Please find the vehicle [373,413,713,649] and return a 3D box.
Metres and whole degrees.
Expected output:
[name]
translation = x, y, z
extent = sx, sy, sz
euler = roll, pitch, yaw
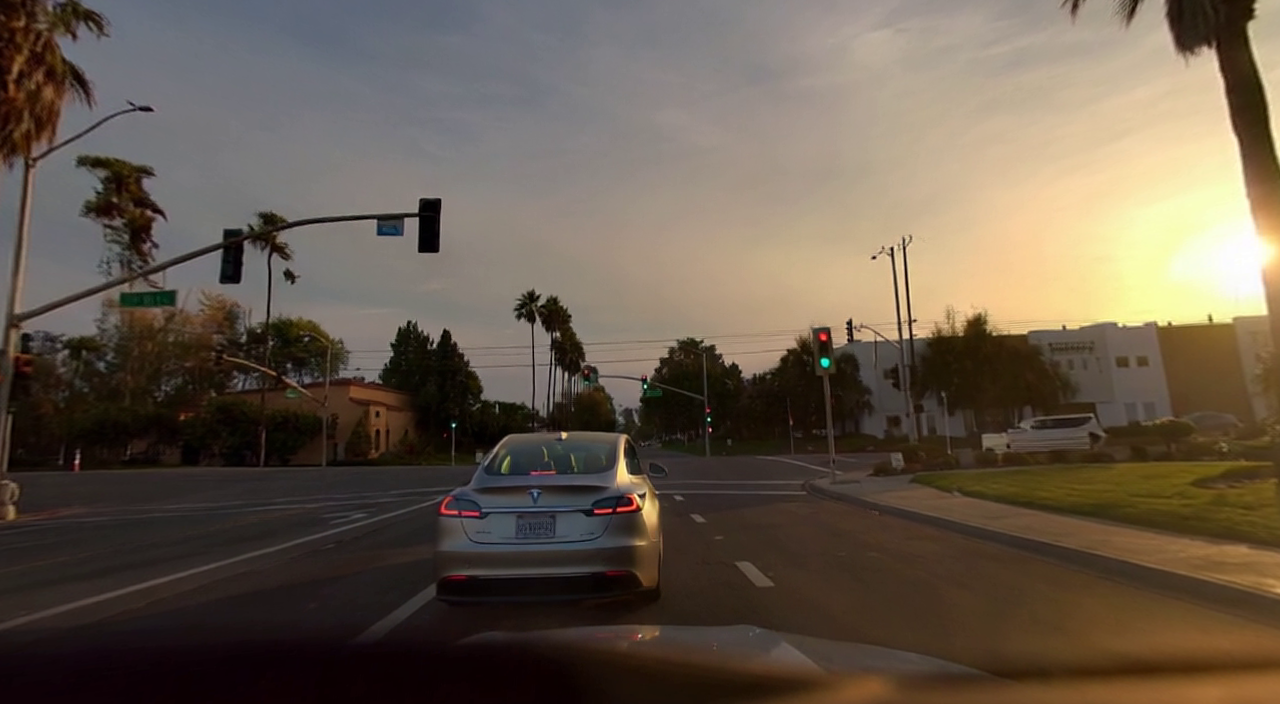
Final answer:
[vehicle]
translation = -0.640, 1.453, 6.206
extent = 2.152, 1.478, 4.229
euler = 0, -8, -1
